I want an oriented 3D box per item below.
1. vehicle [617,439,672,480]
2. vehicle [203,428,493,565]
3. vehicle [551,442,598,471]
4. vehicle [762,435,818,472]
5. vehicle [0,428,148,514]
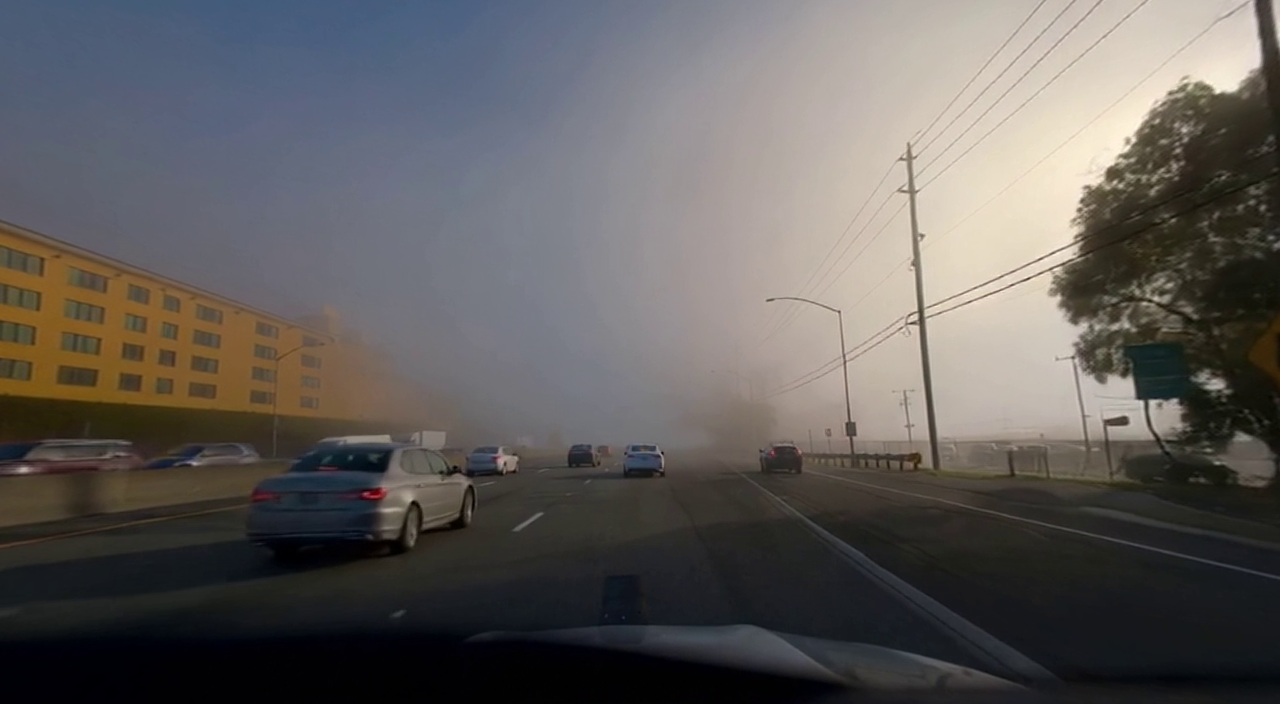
[{"bbox_3d":[0.155,4.424,26.278,2.107,1.538,3.999,0,-8,0],"label":"vehicle"},{"bbox_3d":[-3.827,1.957,9.457,2.059,1.508,4.662,-1,-8,1],"label":"vehicle"},{"bbox_3d":[-3.510,5.680,34.634,2.034,1.466,4.363,-1,-8,2],"label":"vehicle"},{"bbox_3d":[7.822,5.318,33.331,2.106,1.817,4.845,-1,-8,4],"label":"vehicle"},{"bbox_3d":[-12.874,2.384,12.835,1.988,1.576,4.561,-1,-8,0],"label":"vehicle"}]
